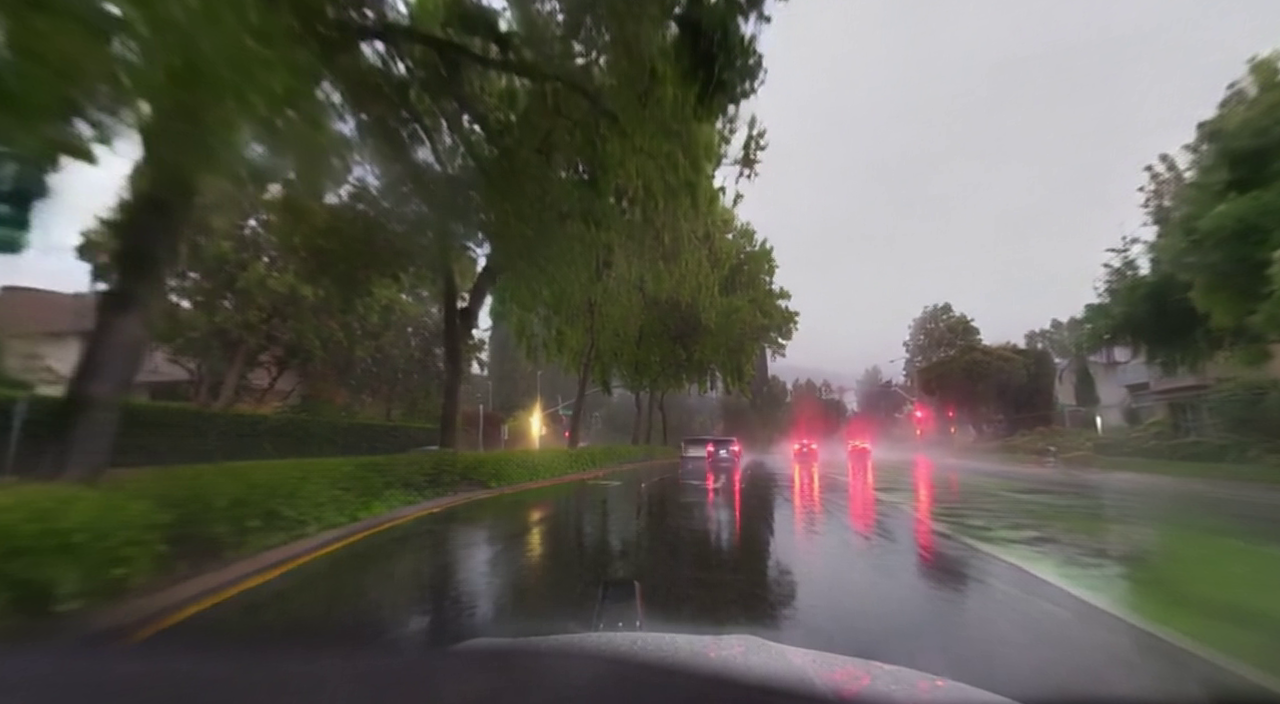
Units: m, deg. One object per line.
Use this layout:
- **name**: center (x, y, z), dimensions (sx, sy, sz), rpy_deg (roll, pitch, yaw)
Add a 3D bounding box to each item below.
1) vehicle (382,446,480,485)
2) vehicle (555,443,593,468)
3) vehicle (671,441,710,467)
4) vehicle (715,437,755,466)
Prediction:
- **vehicle**: center (-8.646, 4.716, 26.678), dimensions (1.947, 1.486, 4.862), rpy_deg (-1, -9, 8)
- **vehicle**: center (-4.518, 7.140, 43.806), dimensions (2.029, 1.667, 4.504), rpy_deg (-1, -8, 2)
- **vehicle**: center (3.189, 6.348, 39.429), dimensions (1.923, 1.498, 3.887), rpy_deg (-2, -9, 11)
- **vehicle**: center (6.129, 6.356, 40.483), dimensions (2.286, 1.701, 4.395), rpy_deg (-2, -9, 11)
